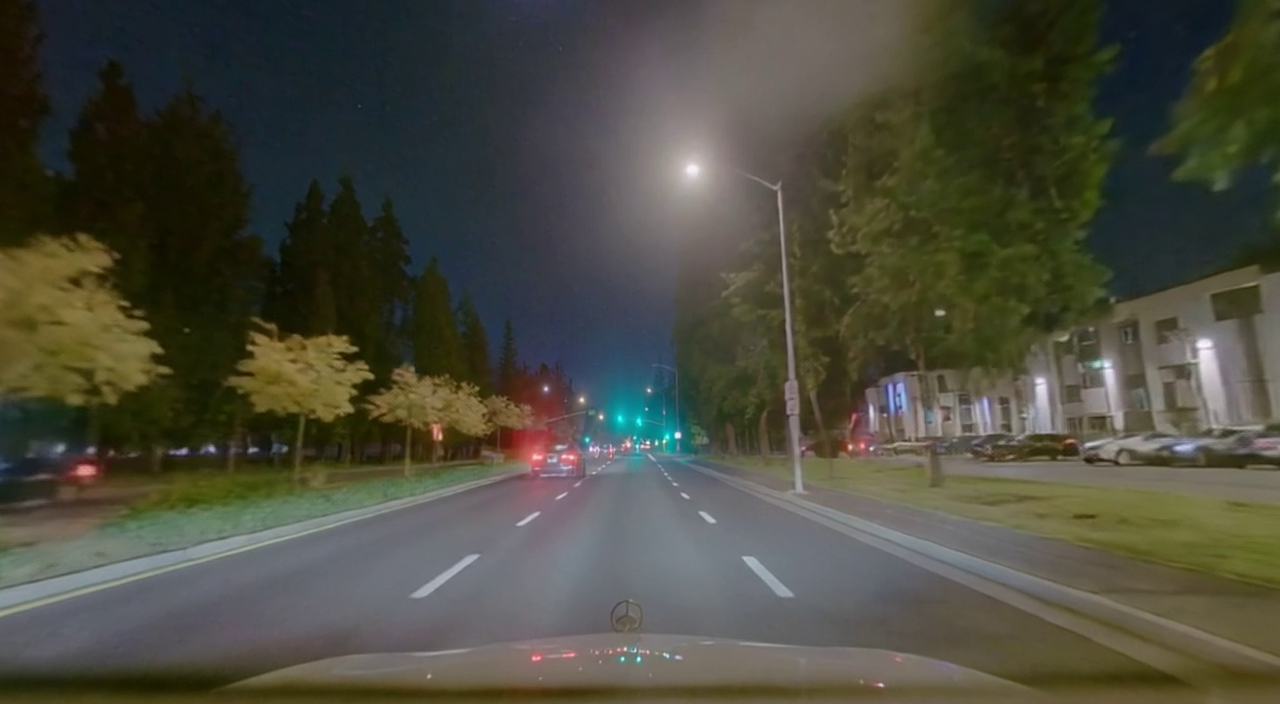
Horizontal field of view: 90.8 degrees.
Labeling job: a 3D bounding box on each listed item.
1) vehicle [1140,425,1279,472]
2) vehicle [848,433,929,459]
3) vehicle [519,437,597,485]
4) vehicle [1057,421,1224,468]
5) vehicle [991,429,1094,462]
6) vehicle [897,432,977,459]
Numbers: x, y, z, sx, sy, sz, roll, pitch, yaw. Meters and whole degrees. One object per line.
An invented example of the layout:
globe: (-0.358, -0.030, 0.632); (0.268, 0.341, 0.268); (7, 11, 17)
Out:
vehicle: (18.984, 3.143, 20.595); (3.874, 1.438, 1.903); (1, -8, -7)
vehicle: (16.630, 6.306, 42.366); (4.564, 1.663, 2.033); (1, -9, -9)
vehicle: (-2.791, 3.841, 22.620); (2.011, 1.498, 4.914); (0, -8, 2)
vehicle: (18.494, 3.444, 23.463); (4.608, 1.598, 1.975); (0, -10, -6)
vehicle: (18.263, 4.263, 28.740); (3.731, 1.430, 1.640); (2, -9, -11)
vehicle: (17.240, 5.416, 36.706); (3.846, 1.488, 1.695); (1, -8, -9)
